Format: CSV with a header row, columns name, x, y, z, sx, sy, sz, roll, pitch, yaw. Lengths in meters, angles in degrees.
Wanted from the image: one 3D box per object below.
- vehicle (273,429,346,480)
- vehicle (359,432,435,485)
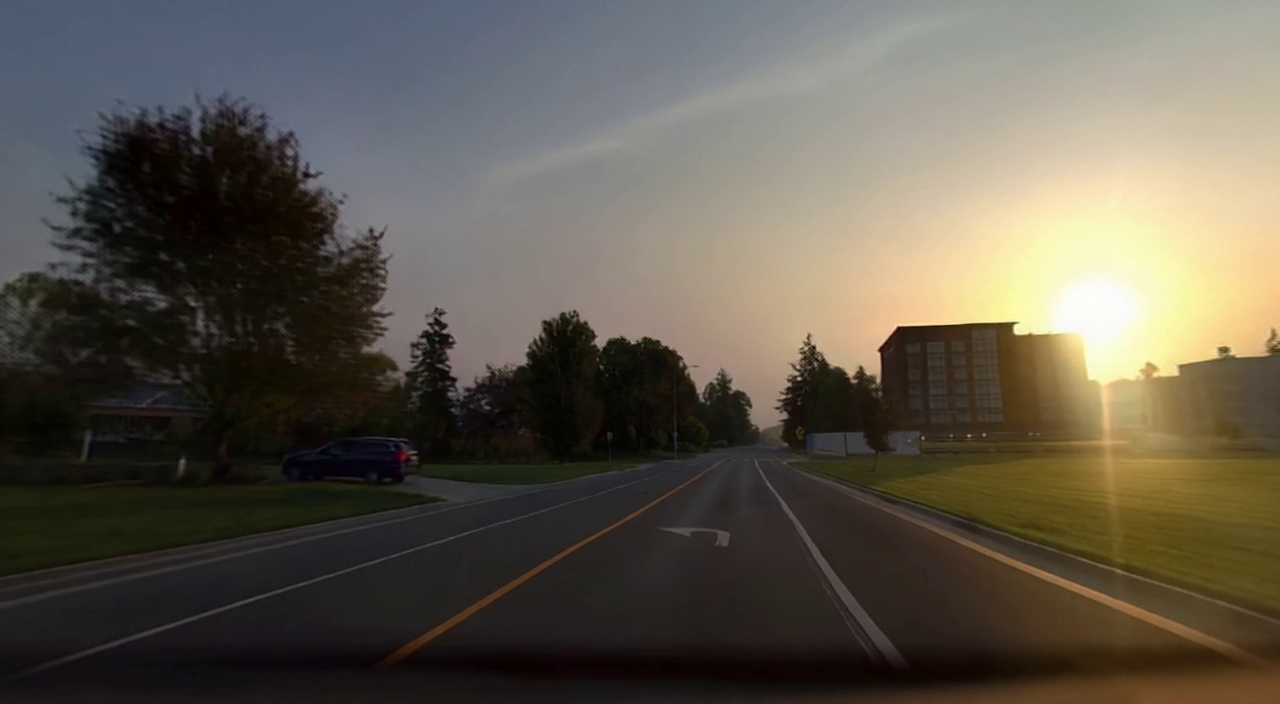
name,x,y,z,sx,sy,sz,roll,pitch,yaw
vehicle,-12.828,3.971,24.610,2.192,1.740,4.521,4,-10,-26
vehicle,-9.203,4.111,24.344,2.244,1.796,5.170,3,-10,-16
